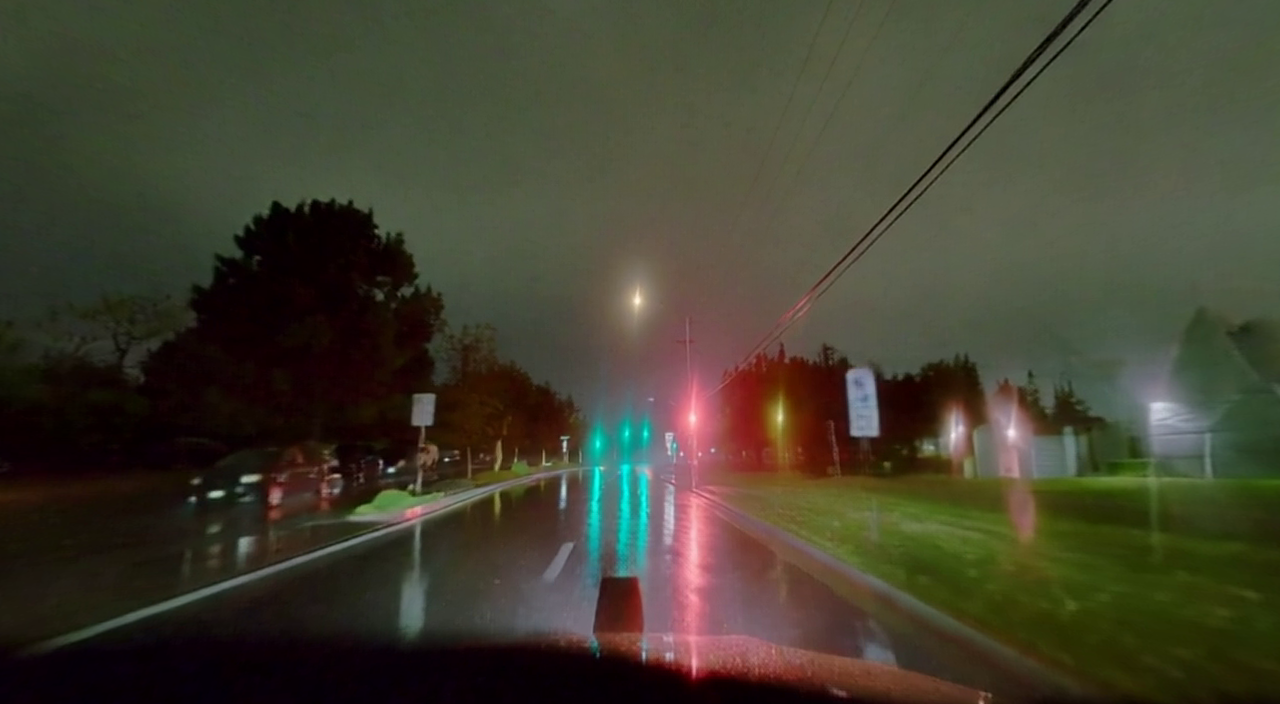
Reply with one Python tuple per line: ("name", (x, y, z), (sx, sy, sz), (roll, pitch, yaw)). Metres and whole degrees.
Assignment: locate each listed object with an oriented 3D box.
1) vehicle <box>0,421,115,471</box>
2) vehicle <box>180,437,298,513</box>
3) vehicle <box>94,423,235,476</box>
("vehicle", (-42.388, 6.681, 45.346), (8.192, 3.335, 2.619), (-1, -6, 16))
("vehicle", (-10.734, 3.296, 17.160), (1.861, 1.736, 4.241), (2, -10, -21))
("vehicle", (-29.779, 6.105, 39.456), (7.249, 3.082, 2.621), (-1, -9, 11))
